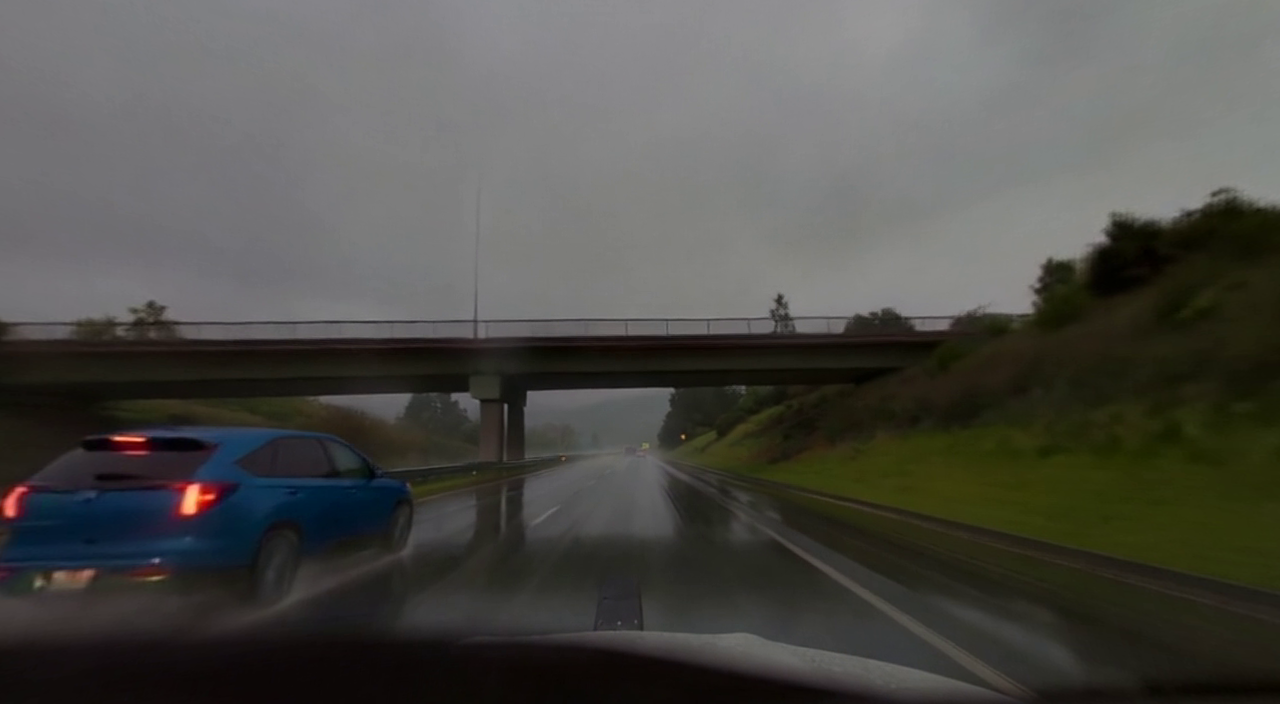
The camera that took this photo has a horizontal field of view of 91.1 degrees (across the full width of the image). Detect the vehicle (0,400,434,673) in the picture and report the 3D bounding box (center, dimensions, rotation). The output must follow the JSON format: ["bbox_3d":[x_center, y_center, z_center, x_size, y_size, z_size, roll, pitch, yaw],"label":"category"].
[{"bbox_3d":[-3.789,1.467,6.079,2.082,1.668,4.274,0,-9,1],"label":"vehicle"}]
